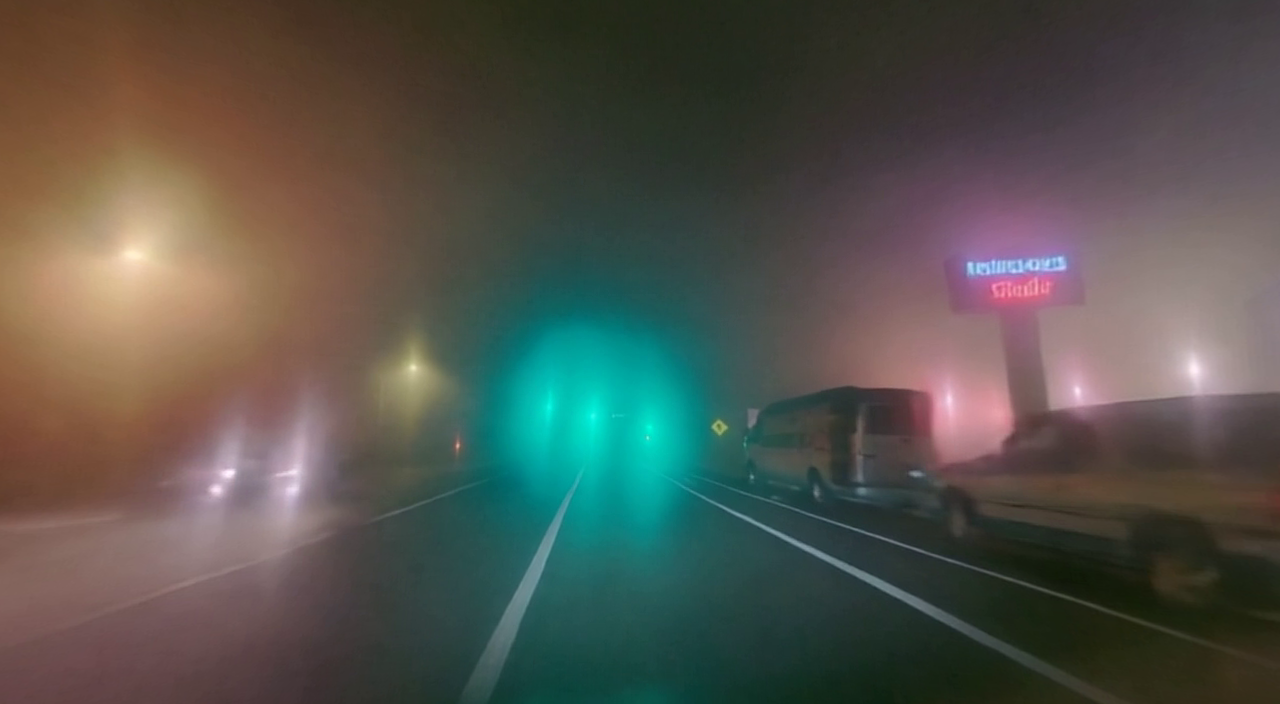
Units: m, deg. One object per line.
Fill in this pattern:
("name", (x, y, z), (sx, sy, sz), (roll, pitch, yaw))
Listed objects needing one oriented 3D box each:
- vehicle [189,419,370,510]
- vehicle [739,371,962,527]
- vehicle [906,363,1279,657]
("vehicle", (-9.188, 2.889, 16.703), (2.235, 2.023, 4.923), (1, -8, -6))
("vehicle", (4.496, 2.192, 15.057), (2.739, 2.866, 6.142), (-1, -7, -4))
("vehicle", (5.212, 1.451, 6.918), (2.002, 2.010, 5.145), (1, -8, -4))
